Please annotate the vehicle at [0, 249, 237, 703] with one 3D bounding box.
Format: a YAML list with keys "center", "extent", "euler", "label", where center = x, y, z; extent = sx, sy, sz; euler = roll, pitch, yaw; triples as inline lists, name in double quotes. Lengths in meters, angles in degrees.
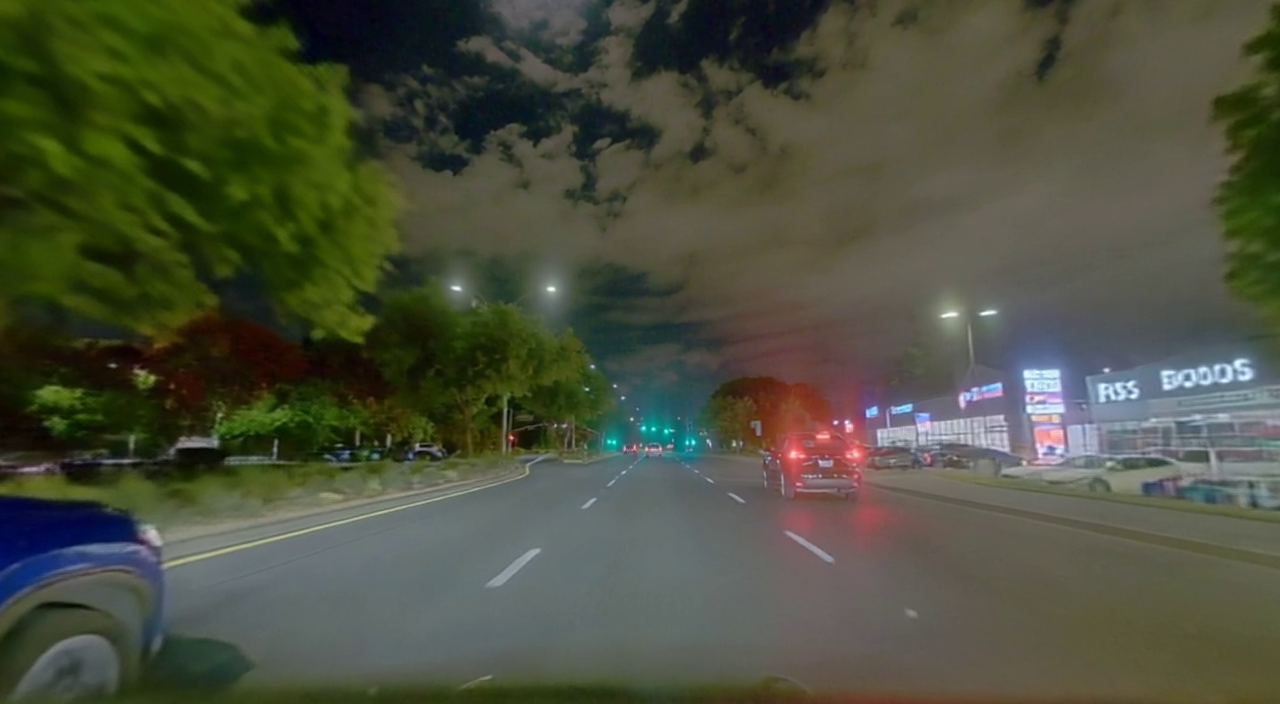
- center: [-3.360, 0.426, 0.932]
  extent: [2.210, 1.925, 4.838]
  euler: [0, -8, 1]
  label: "vehicle"

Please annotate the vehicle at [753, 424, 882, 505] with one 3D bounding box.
- center: [4.324, 2.812, 16.199]
  extent: [2.024, 1.773, 4.431]
  euler: [0, -8, 0]
  label: "vehicle"

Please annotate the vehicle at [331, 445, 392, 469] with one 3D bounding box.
- center: [-21.168, 7.980, 48.111]
  extent: [2.242, 1.740, 4.929]
  euler: [0, -8, 2]
  label: "vehicle"

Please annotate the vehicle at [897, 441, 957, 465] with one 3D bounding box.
- center: [21.032, 7.396, 46.305]
  extent: [1.959, 1.613, 4.190]
  euler: [1, -8, -9]
  label: "vehicle"

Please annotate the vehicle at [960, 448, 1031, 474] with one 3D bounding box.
- center: [21.779, 6.696, 38.822]
  extent: [1.822, 1.460, 4.409]
  euler: [0, -8, 1]
  label: "vehicle"

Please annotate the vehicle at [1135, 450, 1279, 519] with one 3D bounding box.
- center: [17.772, 3.754, 18.150]
  extent: [5.012, 1.813, 2.291]
  euler: [0, -9, 0]
  label: "vehicle"
